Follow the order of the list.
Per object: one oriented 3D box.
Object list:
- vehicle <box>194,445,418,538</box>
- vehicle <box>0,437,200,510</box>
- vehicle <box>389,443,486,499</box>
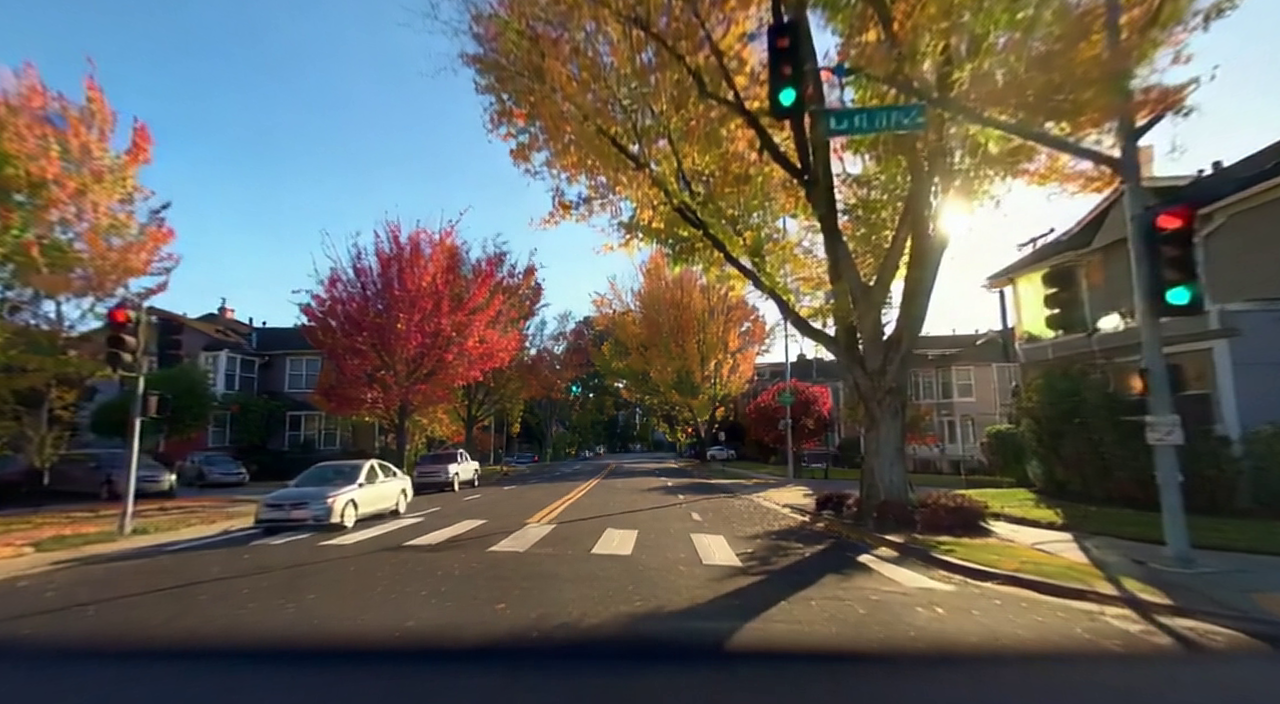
[{"bbox_3d":[-6.486,2.710,13.046,2.235,1.530,4.471,0,-8,-1],"label":"vehicle"},{"bbox_3d":[-14.882,3.122,16.899,2.280,1.635,4.550,-3,-9,18],"label":"vehicle"},{"bbox_3d":[-7.449,4.378,23.962,2.129,1.730,5.544,0,-7,-3],"label":"vehicle"}]
